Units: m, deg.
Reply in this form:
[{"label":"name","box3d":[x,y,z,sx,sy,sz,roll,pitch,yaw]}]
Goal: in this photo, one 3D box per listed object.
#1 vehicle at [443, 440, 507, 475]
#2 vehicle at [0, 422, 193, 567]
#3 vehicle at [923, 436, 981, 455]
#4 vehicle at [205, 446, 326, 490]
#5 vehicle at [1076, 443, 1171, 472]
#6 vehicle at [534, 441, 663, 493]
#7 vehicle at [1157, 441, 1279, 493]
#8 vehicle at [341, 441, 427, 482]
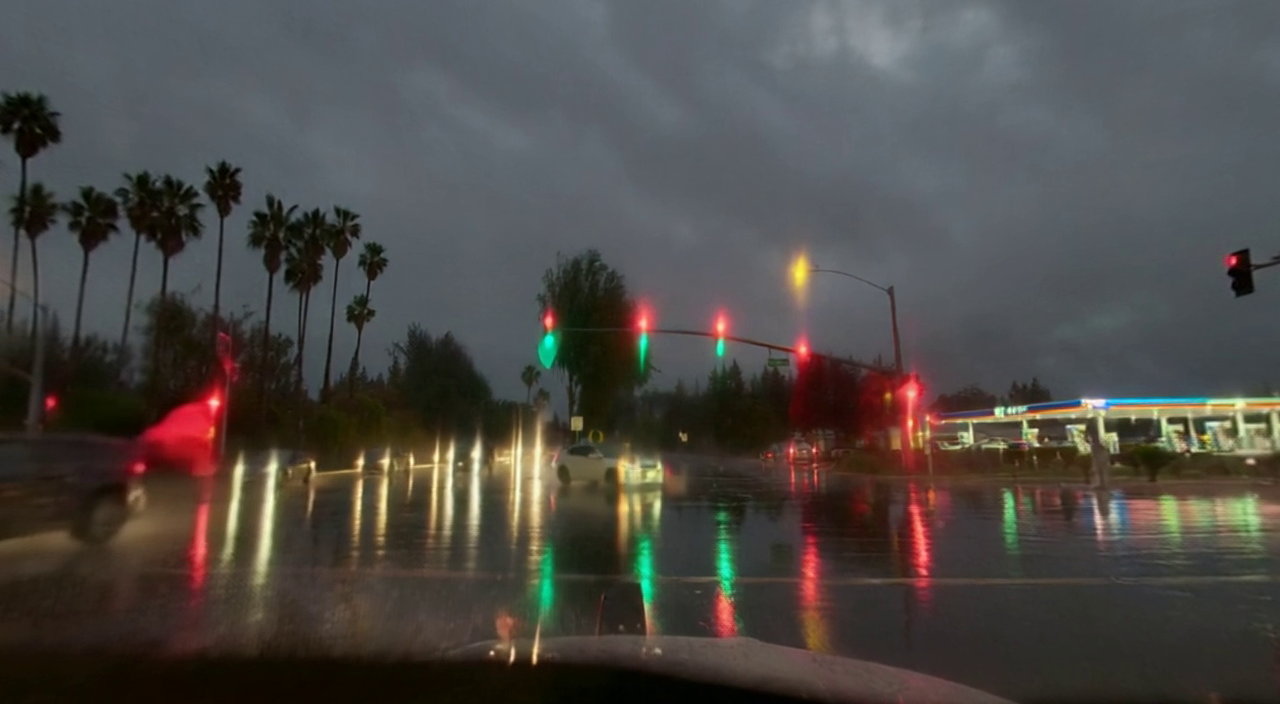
[{"label":"vehicle","box3d":[-8.536,5.508,33.195,2.124,1.701,4.551,0,-9,0]},{"label":"vehicle","box3d":[-8.493,1.800,8.280,2.156,1.662,4.186,0,-9,0]},{"label":"vehicle","box3d":[22.516,6.760,45.669,3.356,1.395,1.559,0,-9,-1]},{"label":"vehicle","box3d":[-15.178,4.691,25.956,2.099,1.590,4.625,0,-9,0]},{"label":"vehicle","box3d":[24.245,5.295,31.748,3.474,1.376,1.538,0,-9,-2]},{"label":"vehicle","box3d":[-1.462,3.619,20.329,1.983,1.464,4.579,6,-11,-36]},{"label":"vehicle","box3d":[18.716,3.399,18.815,5.015,1.446,1.862,0,-9,-3]},{"label":"vehicle","box3d":[-11.875,5.095,29.717,1.973,1.712,4.872,0,-9,0]}]
